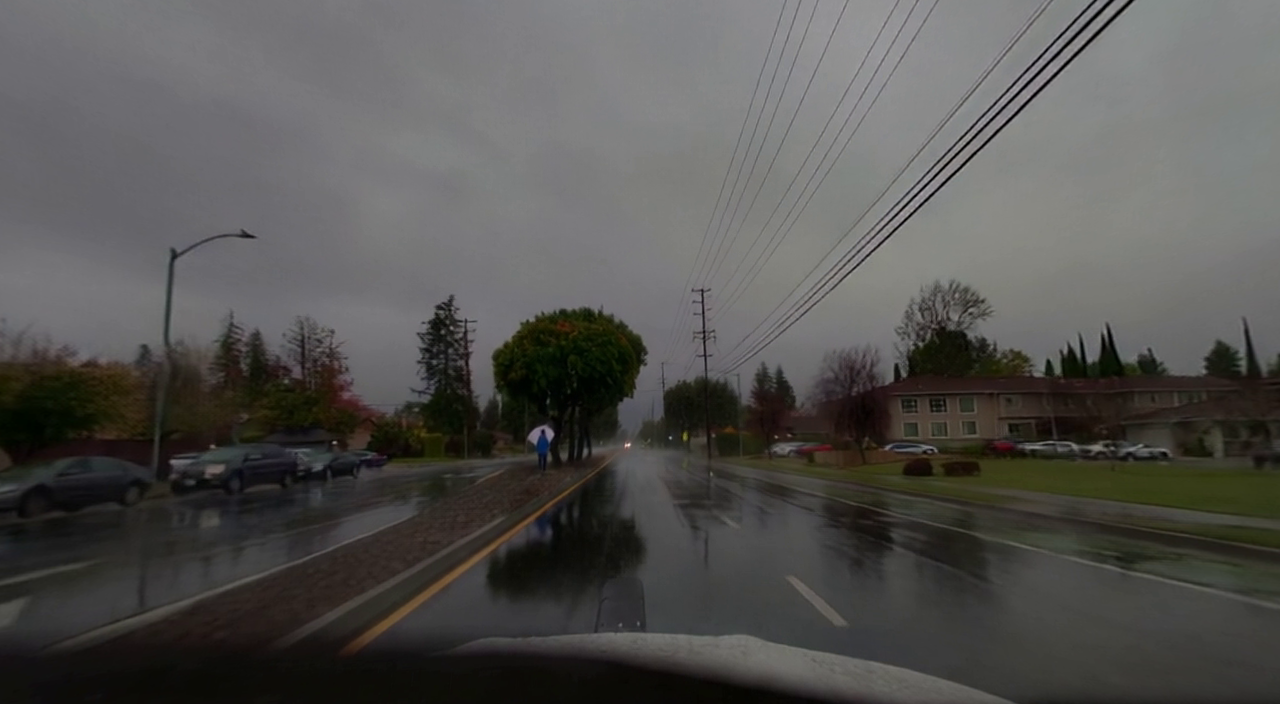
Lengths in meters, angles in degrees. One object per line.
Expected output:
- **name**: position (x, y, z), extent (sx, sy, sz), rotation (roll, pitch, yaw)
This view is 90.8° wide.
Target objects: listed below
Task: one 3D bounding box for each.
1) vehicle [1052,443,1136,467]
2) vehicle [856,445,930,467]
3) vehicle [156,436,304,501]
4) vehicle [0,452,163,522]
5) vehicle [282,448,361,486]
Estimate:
- **vehicle**: position (33.168, 7.541, 46.353), extent (1.974, 1.647, 4.721), rotation (2, -9, -15)
- **vehicle**: position (17.516, 7.184, 43.827), extent (4.246, 1.427, 2.055), rotation (0, -8, 0)
- **vehicle**: position (-15.106, 4.274, 23.729), extent (2.298, 1.979, 4.920), rotation (-5, -9, 0)
- **vehicle**: position (-15.205, 3.377, 16.382), extent (2.058, 1.479, 4.519), rotation (0, -8, 1)
- **vehicle**: position (-15.431, 5.553, 30.876), extent (2.106, 1.517, 4.632), rotation (-3, -8, -9)
